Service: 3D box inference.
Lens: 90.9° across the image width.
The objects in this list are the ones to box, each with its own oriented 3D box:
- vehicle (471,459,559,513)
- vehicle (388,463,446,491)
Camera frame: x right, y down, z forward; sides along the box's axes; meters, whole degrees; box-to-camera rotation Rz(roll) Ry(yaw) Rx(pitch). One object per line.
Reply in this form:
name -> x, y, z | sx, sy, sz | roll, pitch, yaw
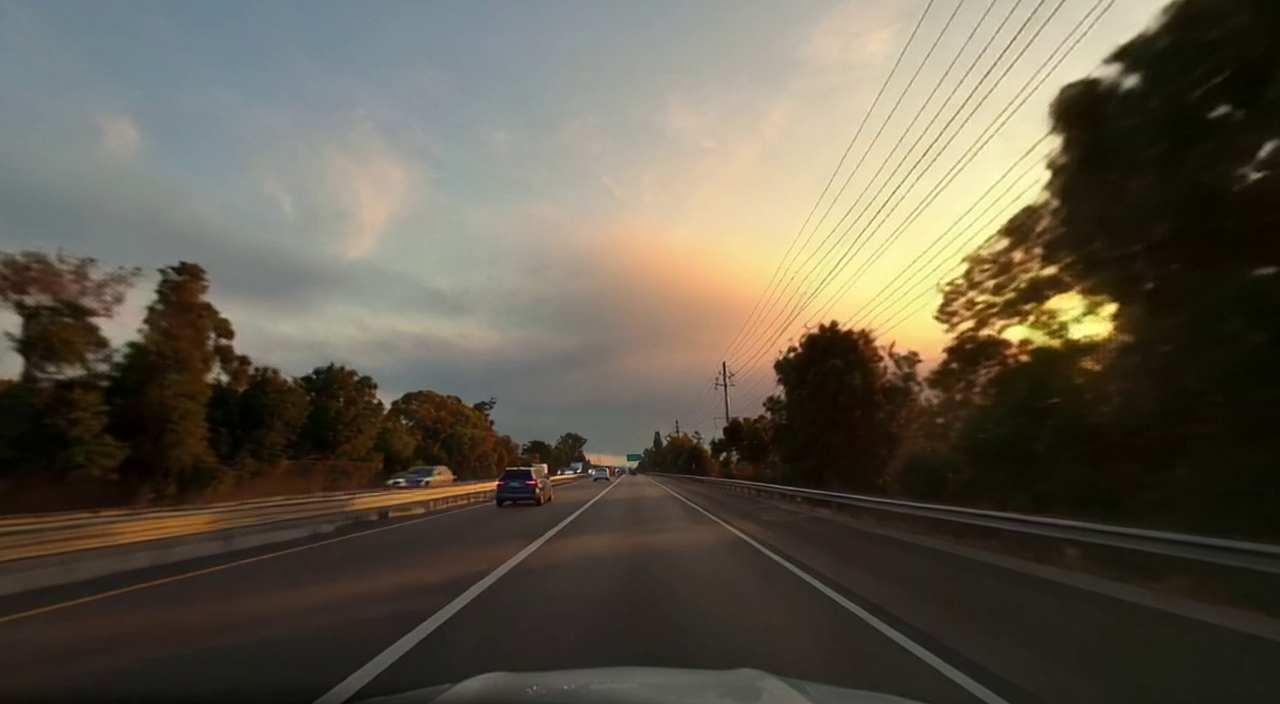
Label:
vehicle -> -3.933, 4.321, 20.610 | 1.963, 1.501, 4.227 | 1, -10, 0
vehicle -> -13.302, 7.484, 37.810 | 1.974, 1.556, 3.945 | 1, -10, 0
